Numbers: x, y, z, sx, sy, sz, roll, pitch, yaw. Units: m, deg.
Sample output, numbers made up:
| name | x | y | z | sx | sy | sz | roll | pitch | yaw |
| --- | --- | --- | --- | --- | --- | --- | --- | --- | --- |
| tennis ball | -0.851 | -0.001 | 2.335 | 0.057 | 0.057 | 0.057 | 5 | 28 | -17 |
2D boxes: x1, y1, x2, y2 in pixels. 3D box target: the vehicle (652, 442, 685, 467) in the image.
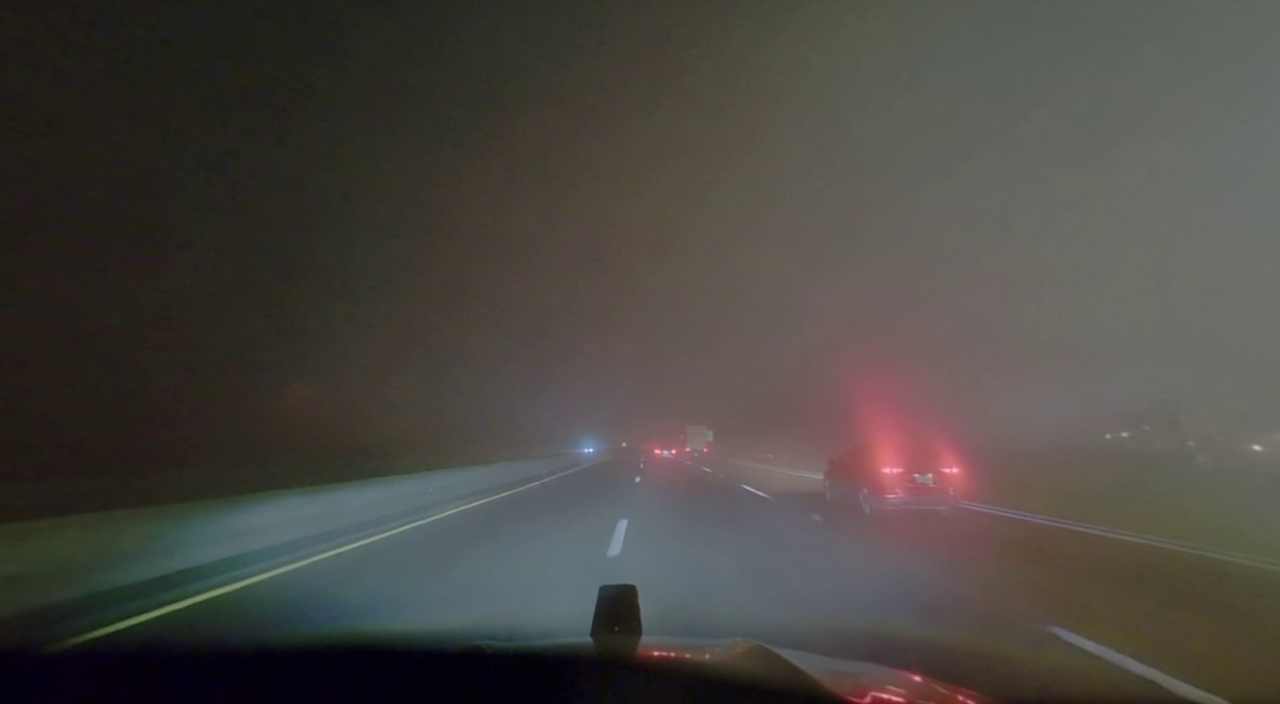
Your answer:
| name | x | y | z | sx | sy | sz | roll | pitch | yaw |
| --- | --- | --- | --- | --- | --- | --- | --- | --- | --- |
| vehicle | 1.873 | 6.915 | 42.416 | 1.970 | 1.560 | 4.182 | 0 | -9 | 0 |
